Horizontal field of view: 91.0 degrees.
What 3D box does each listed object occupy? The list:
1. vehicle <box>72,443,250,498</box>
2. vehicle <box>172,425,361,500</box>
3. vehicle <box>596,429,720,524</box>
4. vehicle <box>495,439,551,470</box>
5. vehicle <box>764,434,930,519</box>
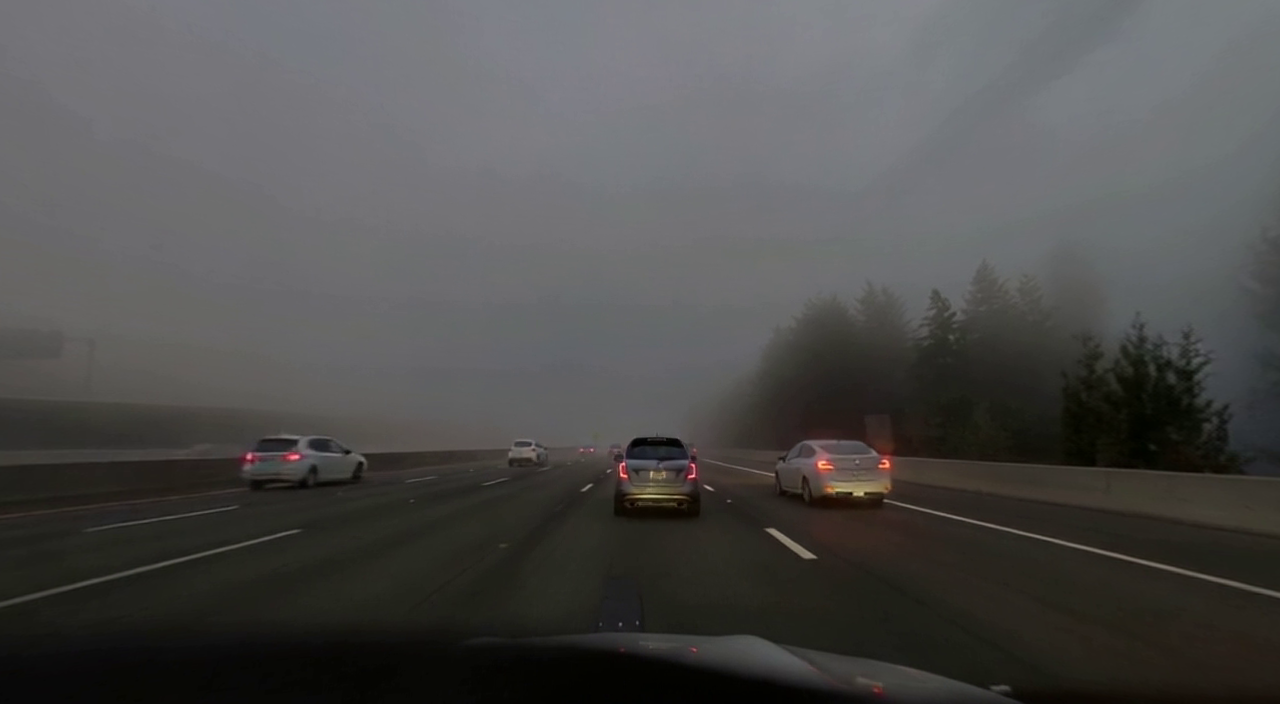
[{"bbox_3d":[-14.377,3.551,19.313,1.961,1.483,4.353,0,-9,1],"label":"vehicle"},{"bbox_3d":[-10.307,3.102,18.027,2.213,1.824,4.990,0,-9,2],"label":"vehicle"},{"bbox_3d":[0.302,2.352,12.361,2.044,1.554,3.824,0,-9,0],"label":"vehicle"},{"bbox_3d":[-6.512,5.767,35.562,2.127,1.644,4.631,0,-9,1],"label":"vehicle"},{"bbox_3d":[4.185,2.597,13.706,2.002,1.499,4.710,0,-9,0],"label":"vehicle"}]
